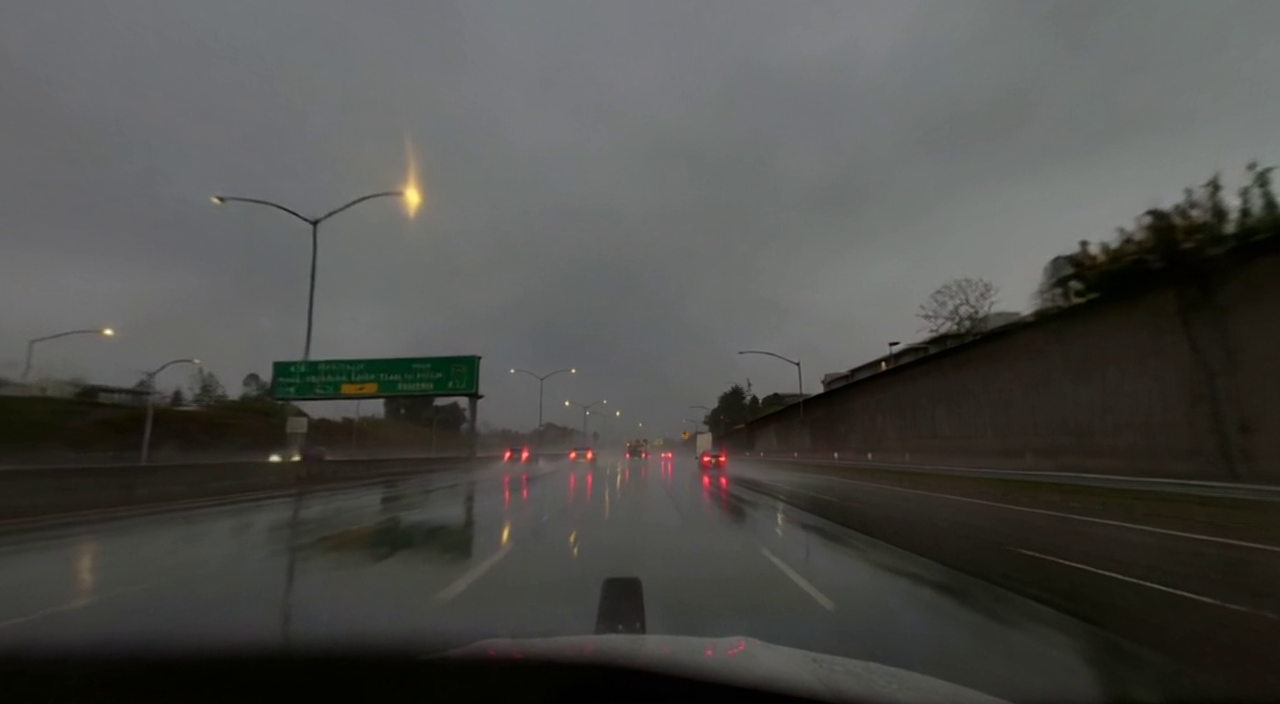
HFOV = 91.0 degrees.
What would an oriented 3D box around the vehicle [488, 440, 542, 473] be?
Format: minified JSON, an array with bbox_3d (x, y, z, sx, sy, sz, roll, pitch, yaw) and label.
[{"bbox_3d":[-6.948,5.877,35.480,2.112,1.721,4.381,0,-9,1],"label":"vehicle"}]

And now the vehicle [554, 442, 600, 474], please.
[{"bbox_3d":[-3.489,5.964,35.710,2.091,1.664,4.157,0,-9,1],"label":"vehicle"}]

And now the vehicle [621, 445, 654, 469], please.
[{"bbox_3d":[-0.163,7.208,43.380,2.166,1.496,4.158,0,-9,0],"label":"vehicle"}]

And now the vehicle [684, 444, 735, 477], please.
[{"bbox_3d":[3.523,5.581,32.682,2.077,1.527,4.553,0,-9,0],"label":"vehicle"}]
